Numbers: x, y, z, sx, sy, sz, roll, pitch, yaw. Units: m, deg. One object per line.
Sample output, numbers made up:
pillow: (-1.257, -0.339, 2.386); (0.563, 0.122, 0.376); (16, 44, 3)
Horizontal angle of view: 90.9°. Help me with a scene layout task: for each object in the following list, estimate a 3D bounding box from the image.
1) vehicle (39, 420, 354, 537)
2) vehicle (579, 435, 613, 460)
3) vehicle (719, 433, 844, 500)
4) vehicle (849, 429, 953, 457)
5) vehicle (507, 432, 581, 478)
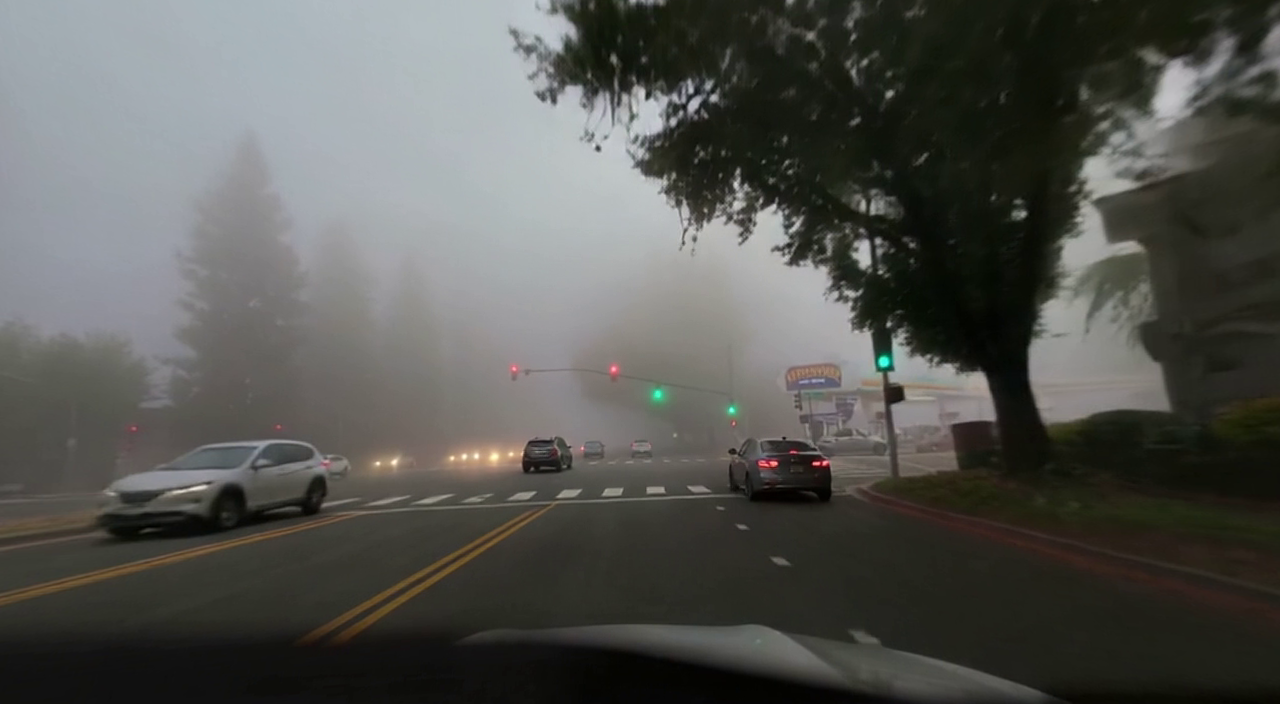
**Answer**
vehicle: (-7.882, 2.296, 12.176); (2.224, 1.747, 5.274); (0, -8, 0)
vehicle: (-3.298, 7.259, 48.154); (2.126, 1.810, 4.414); (0, -8, 2)
vehicle: (3.437, 2.894, 16.381); (2.095, 1.475, 4.686); (0, -8, -1)
vehicle: (14.422, 5.047, 34.992); (4.776, 1.486, 2.138); (1, -9, -5)
vehicle: (-3.799, 4.191, 25.875); (2.250, 1.713, 4.422); (0, -8, 1)
